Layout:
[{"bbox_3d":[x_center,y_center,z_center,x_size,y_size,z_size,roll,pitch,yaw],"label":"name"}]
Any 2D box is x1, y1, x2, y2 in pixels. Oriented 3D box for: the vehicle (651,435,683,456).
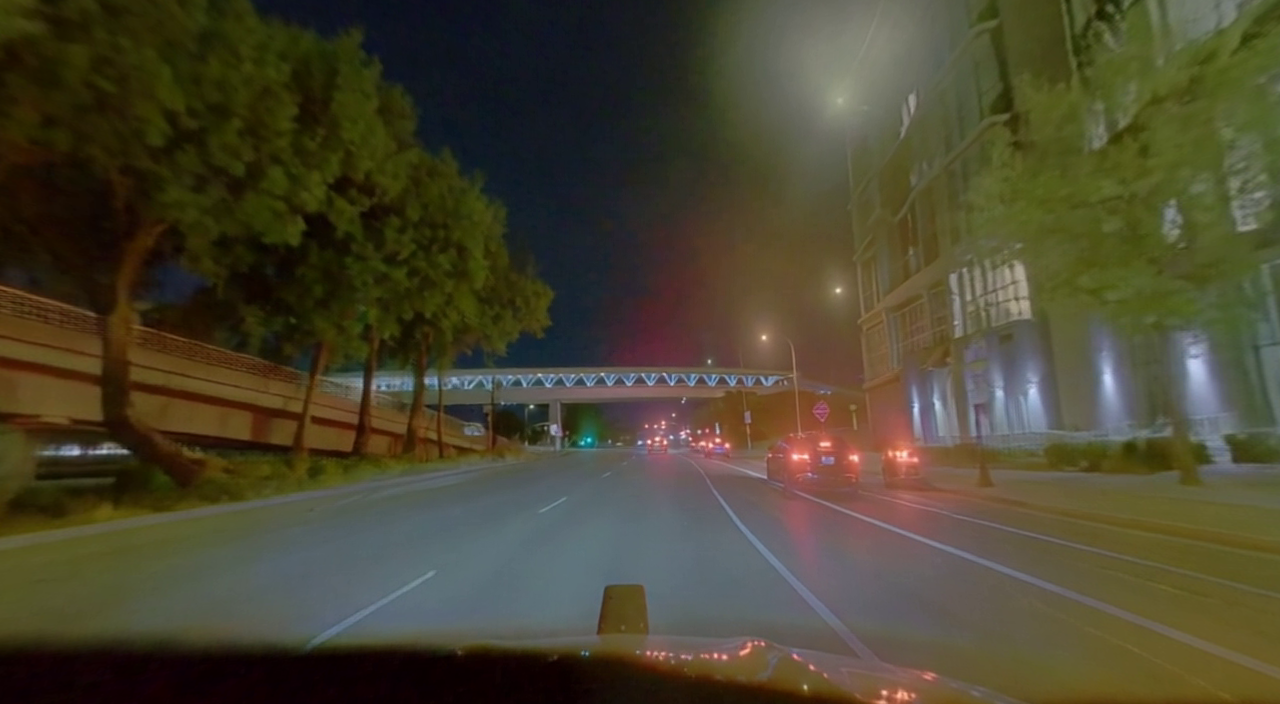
[{"bbox_3d":[2.068,7.064,47.484,2.280,1.475,4.051,-1,-8,4],"label":"vehicle"}]
